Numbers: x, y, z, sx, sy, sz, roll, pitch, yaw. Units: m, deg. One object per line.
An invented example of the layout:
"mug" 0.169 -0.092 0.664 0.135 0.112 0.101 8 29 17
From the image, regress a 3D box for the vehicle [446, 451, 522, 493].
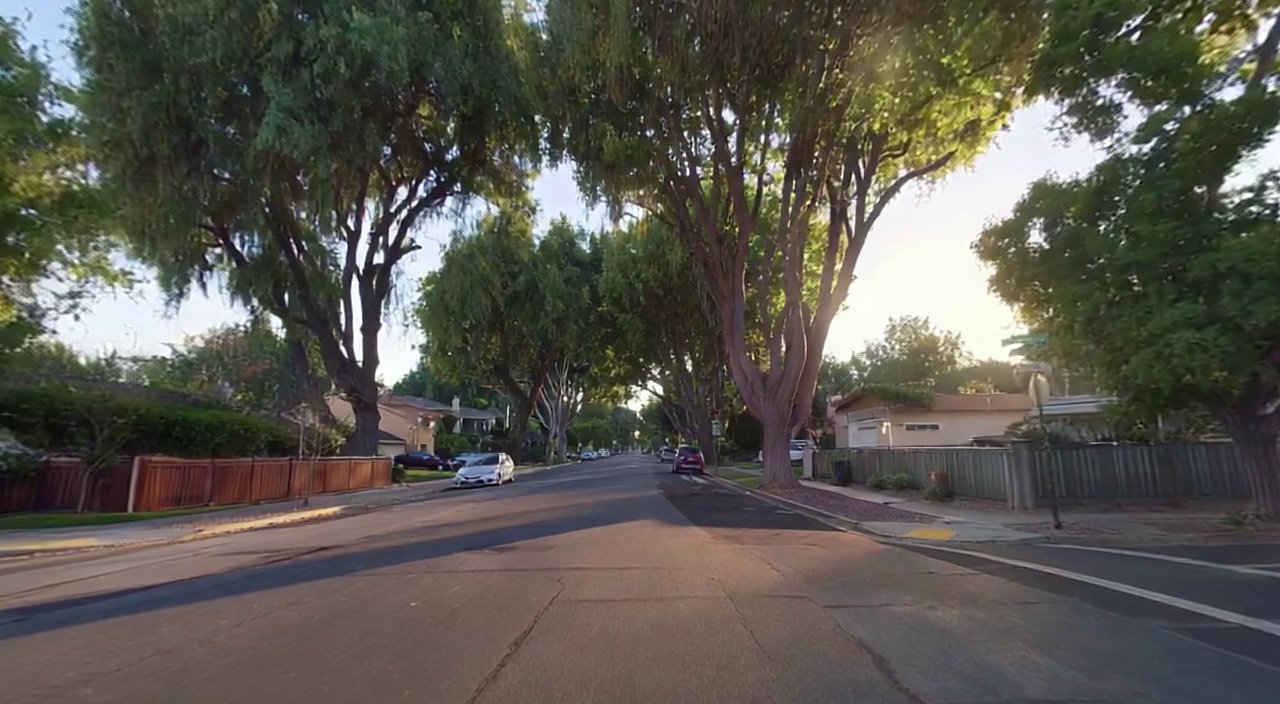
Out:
"vehicle" -6.616 5.127 27.335 2.099 1.399 4.357 -4 -7 1

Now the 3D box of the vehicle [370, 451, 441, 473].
"vehicle" -16.570 7.765 44.803 4.276 1.463 1.832 -1 -8 6

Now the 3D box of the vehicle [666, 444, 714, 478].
"vehicle" 2.894 6.438 37.737 2.241 1.875 5.059 0 -8 -2

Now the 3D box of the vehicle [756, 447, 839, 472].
"vehicle" 10.203 7.010 41.204 5.041 1.486 1.969 -2 -9 9
